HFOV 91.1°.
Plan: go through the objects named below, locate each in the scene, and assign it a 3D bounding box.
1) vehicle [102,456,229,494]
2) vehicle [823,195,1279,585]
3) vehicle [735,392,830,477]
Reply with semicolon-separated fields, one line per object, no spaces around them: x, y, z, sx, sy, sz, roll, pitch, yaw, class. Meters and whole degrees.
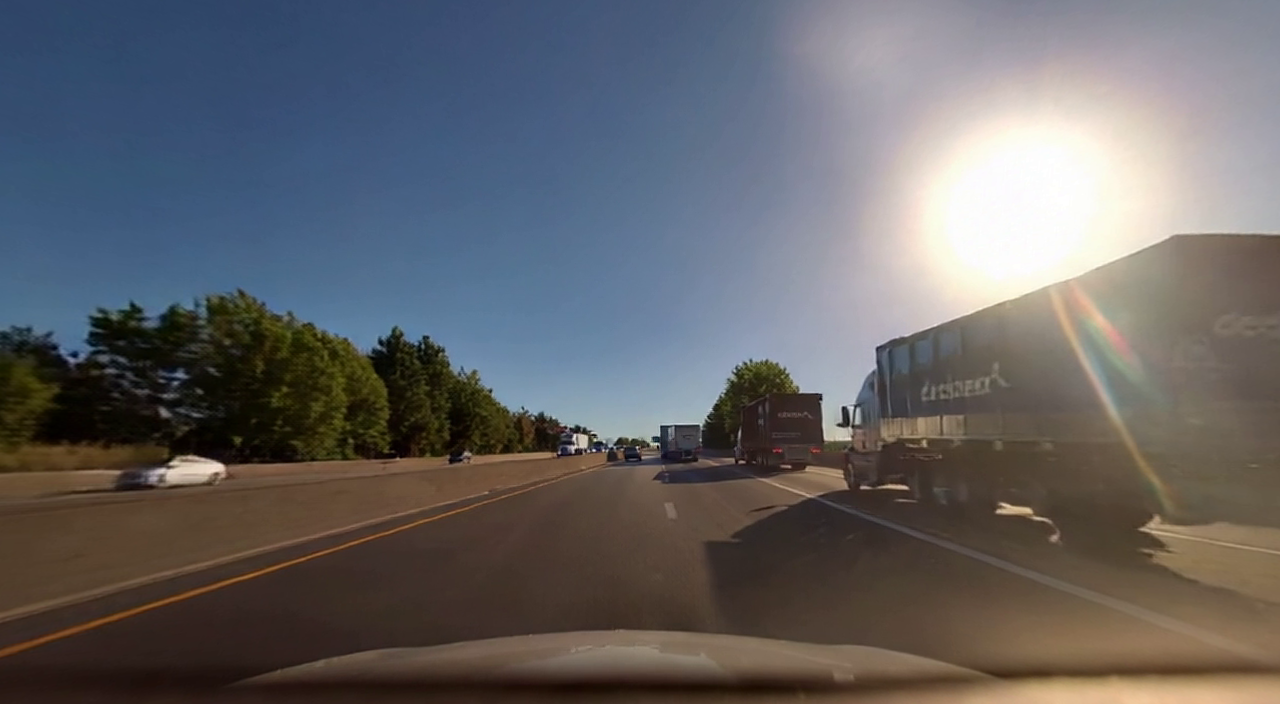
-21.748;5.624;29.108;2.271;1.456;4.482;-1;-8;3;vehicle
6.119;0.970;11.197;2.920;3.860;10.035;0;-8;1;vehicle
7.873;4.854;37.083;2.843;4.053;13.777;0;-8;2;vehicle
